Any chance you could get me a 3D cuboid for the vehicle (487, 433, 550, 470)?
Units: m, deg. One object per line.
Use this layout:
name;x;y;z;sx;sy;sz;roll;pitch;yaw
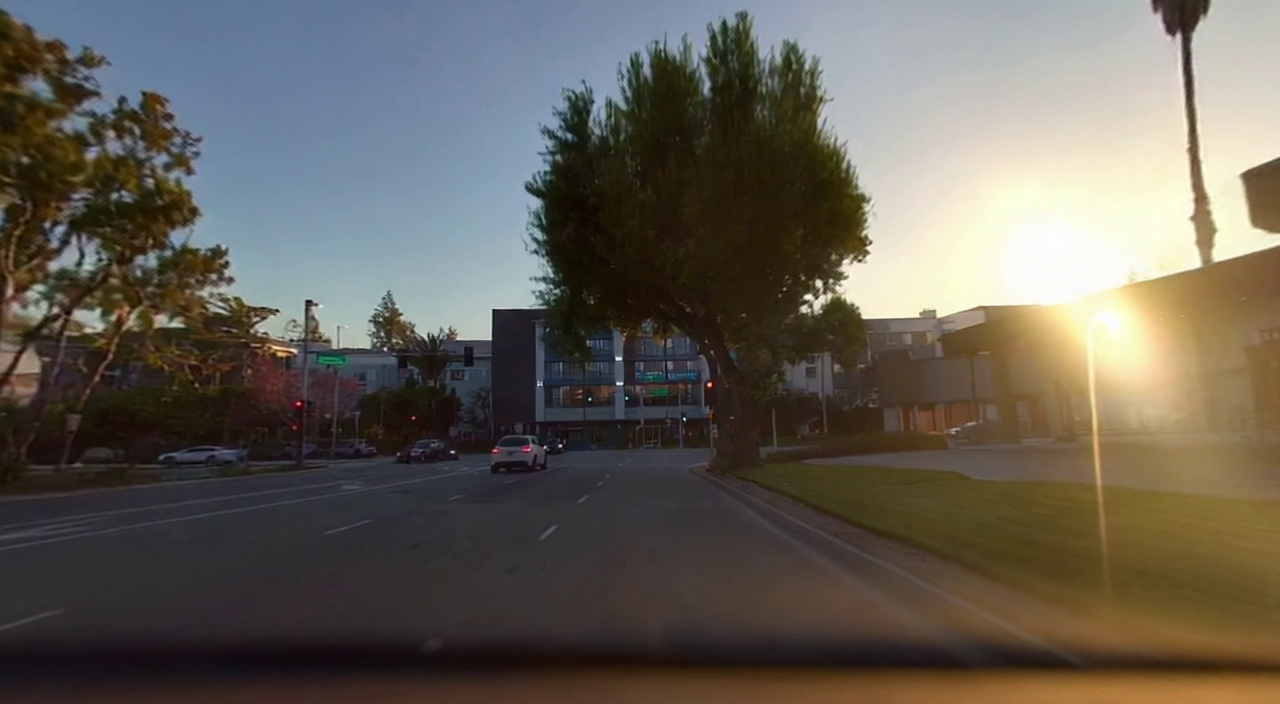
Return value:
vehicle;-6.021;4.972;31.631;2.121;1.731;4.707;0;-8;2
